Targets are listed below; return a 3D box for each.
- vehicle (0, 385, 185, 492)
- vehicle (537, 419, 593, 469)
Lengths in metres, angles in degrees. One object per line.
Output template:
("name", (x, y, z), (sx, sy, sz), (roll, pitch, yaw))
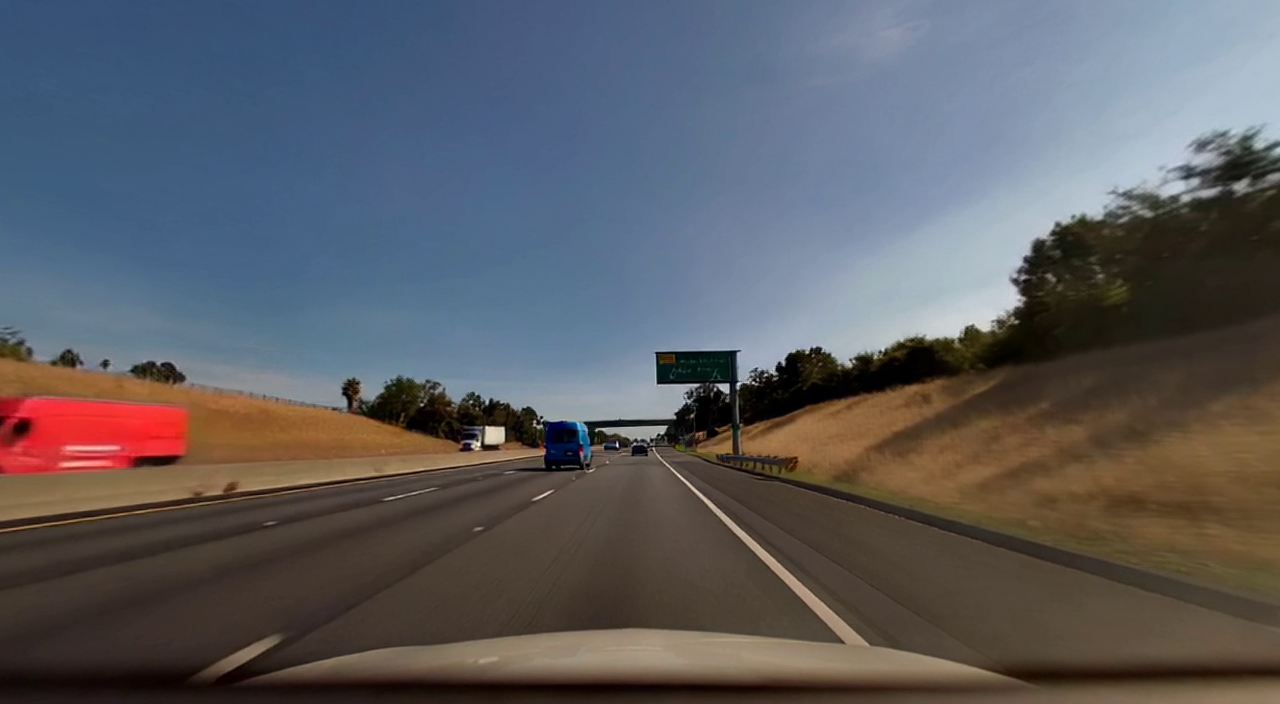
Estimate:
("vehicle", (-23.627, 3.558, 25.674), (2.972, 3.686, 9.345), (0, -8, 1))
("vehicle", (-3.952, 4.981, 34.012), (2.329, 2.483, 5.428), (0, -8, 0))
